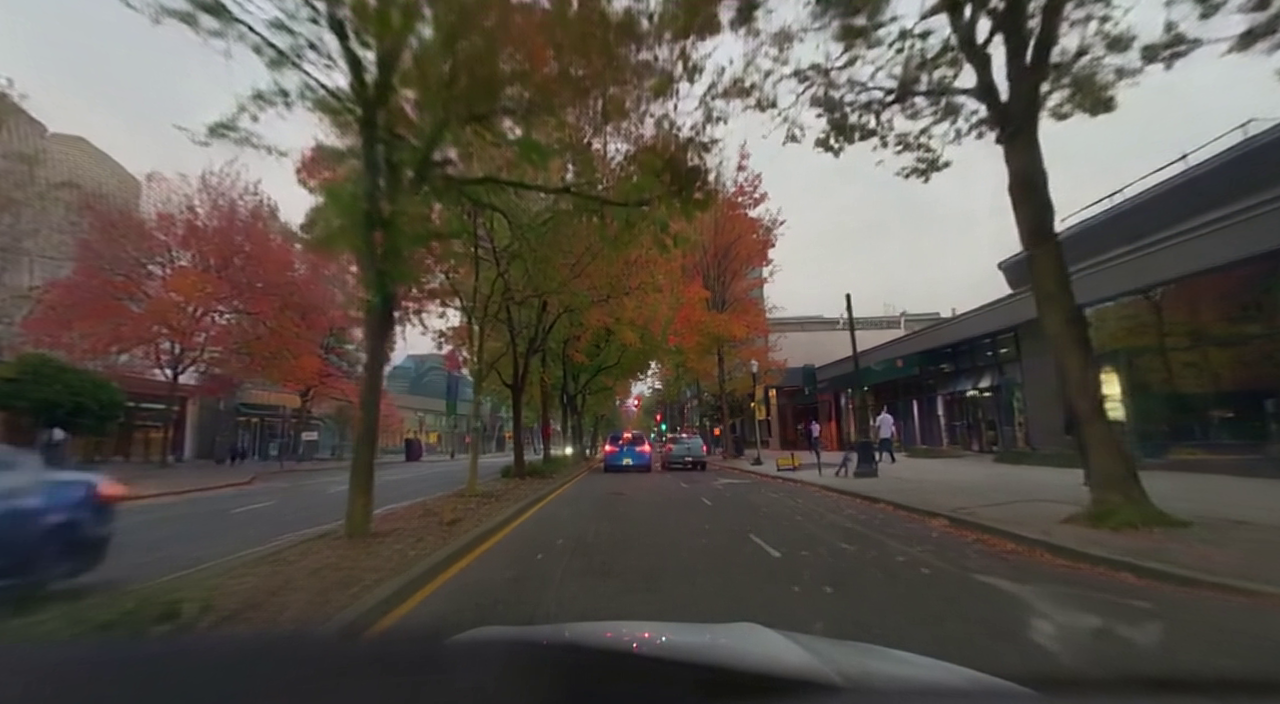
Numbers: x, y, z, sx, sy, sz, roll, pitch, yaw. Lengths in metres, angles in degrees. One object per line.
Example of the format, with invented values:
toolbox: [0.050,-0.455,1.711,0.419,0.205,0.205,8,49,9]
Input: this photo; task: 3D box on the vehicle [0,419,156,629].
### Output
vehicle: [-5.566,1.125,3.736,2.121,1.489,4.430,1,-8,-5]

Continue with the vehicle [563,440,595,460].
vehicle: [-4.614,7.456,48.159,2.096,1.415,4.515,0,-8,-1]

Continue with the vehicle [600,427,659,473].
vehicle: [-0.469,4.036,26.118,2.274,1.736,4.083,0,-8,-2]

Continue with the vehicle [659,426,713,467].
vehicle: [2.301,4.894,32.674,2.147,1.968,4.478,1,-8,-4]
